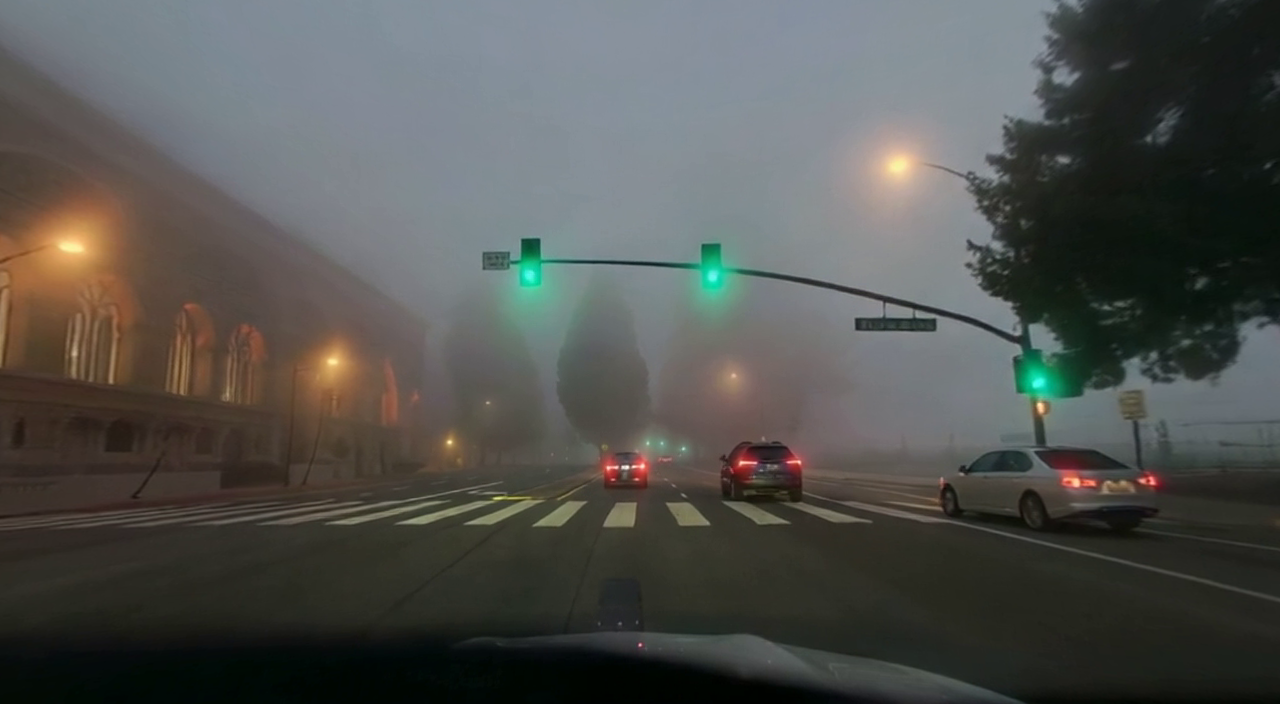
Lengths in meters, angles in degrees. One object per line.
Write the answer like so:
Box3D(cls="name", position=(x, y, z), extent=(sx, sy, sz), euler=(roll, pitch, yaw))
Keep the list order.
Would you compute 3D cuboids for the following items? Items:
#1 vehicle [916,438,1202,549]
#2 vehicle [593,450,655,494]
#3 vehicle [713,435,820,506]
Box3D(cls="vehicle", position=(6.666, 2.263, 10.799), extent=(1.868, 1.472, 4.274), euler=(0, -9, -1))
Box3D(cls="vehicle", position=(-0.573, 4.326, 23.167), extent=(2.054, 1.446, 3.969), euler=(0, -9, -1))
Box3D(cls="vehicle", position=(3.408, 3.297, 17.989), extent=(2.036, 1.757, 4.300), euler=(0, -9, -2))
